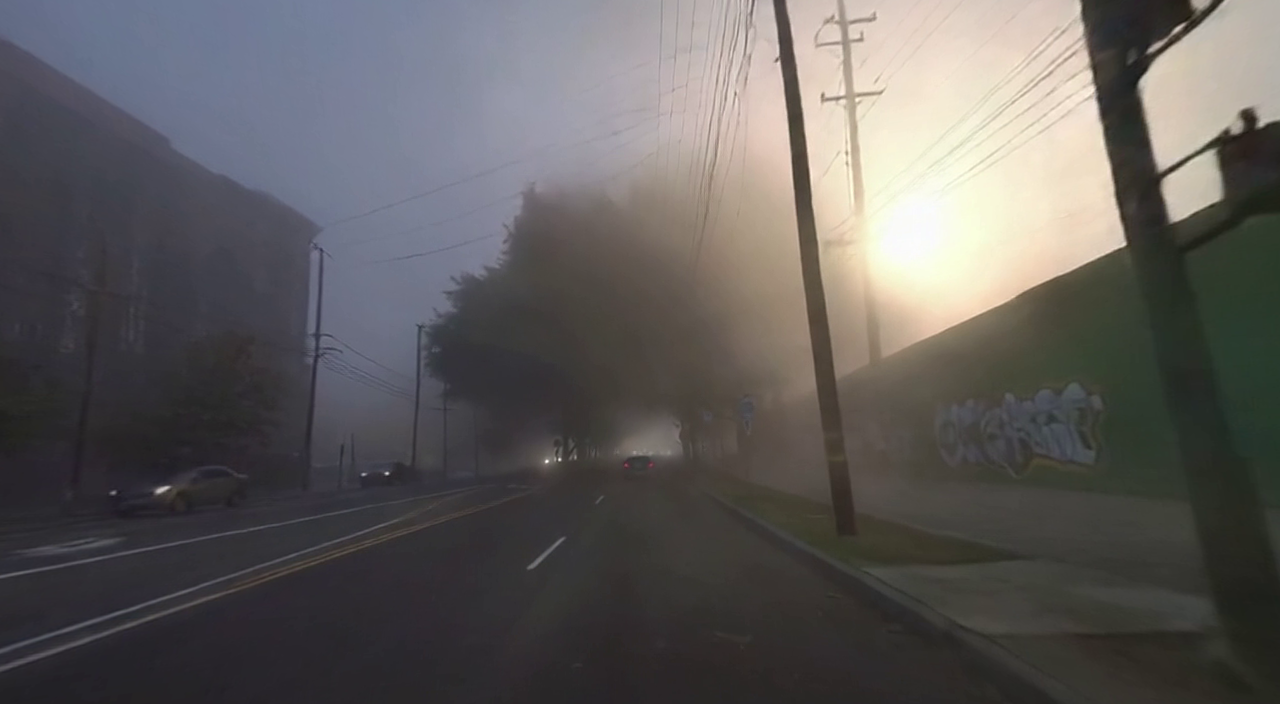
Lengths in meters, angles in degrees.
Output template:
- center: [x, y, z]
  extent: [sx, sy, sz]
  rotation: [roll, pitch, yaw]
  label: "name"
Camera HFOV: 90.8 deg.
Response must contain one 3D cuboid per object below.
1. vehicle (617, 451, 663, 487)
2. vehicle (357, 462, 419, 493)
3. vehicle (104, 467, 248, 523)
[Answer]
- center: [0.019, 5.740, 31.175]
  extent: [2.105, 1.611, 3.750]
  rotation: [0, -10, 1]
  label: "vehicle"
- center: [-15.678, 7.773, 39.519]
  extent: [1.952, 1.698, 4.493]
  rotation: [-3, -10, 1]
  label: "vehicle"
- center: [-15.759, 4.843, 21.774]
  extent: [1.841, 1.658, 3.953]
  rotation: [0, -10, 1]
  label: "vehicle"
